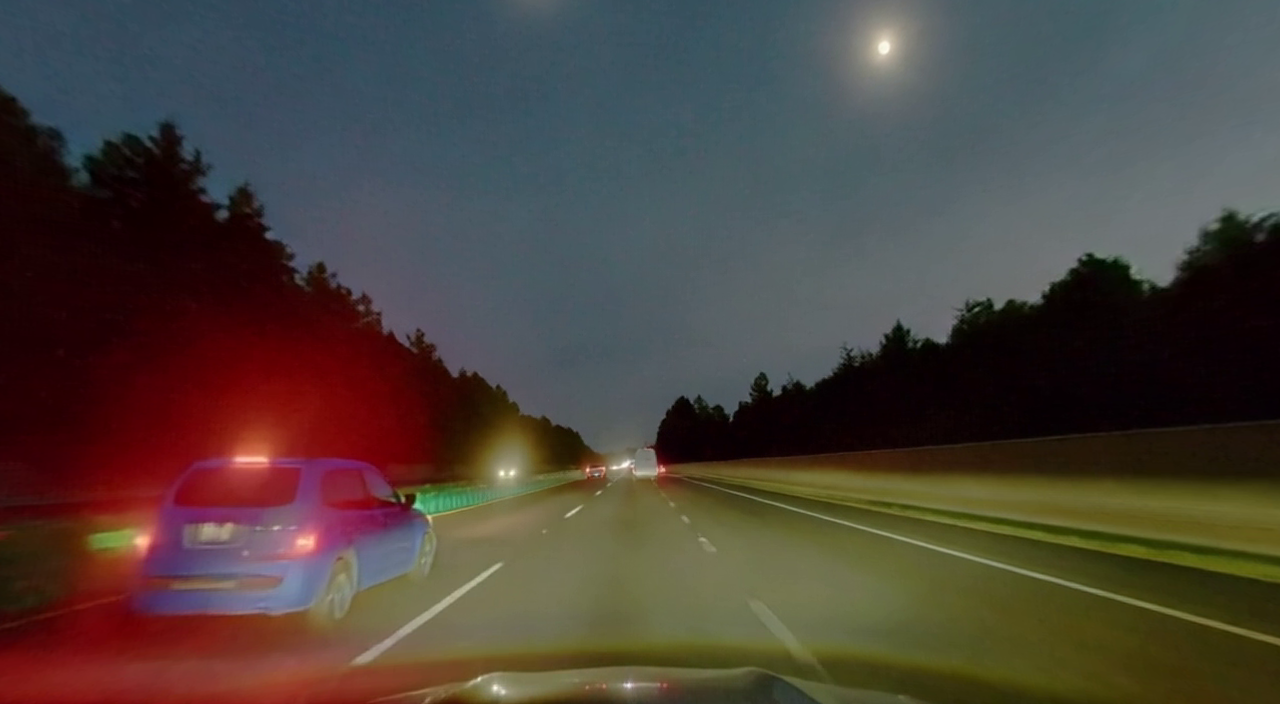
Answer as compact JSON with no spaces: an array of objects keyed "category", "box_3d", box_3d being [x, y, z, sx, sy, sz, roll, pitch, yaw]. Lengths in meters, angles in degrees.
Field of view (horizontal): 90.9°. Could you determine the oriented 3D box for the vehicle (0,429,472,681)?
[{"category":"vehicle","box_3d":[-3.269,1.643,6.095,2.038,1.490,4.391,1,-11,0]}]
